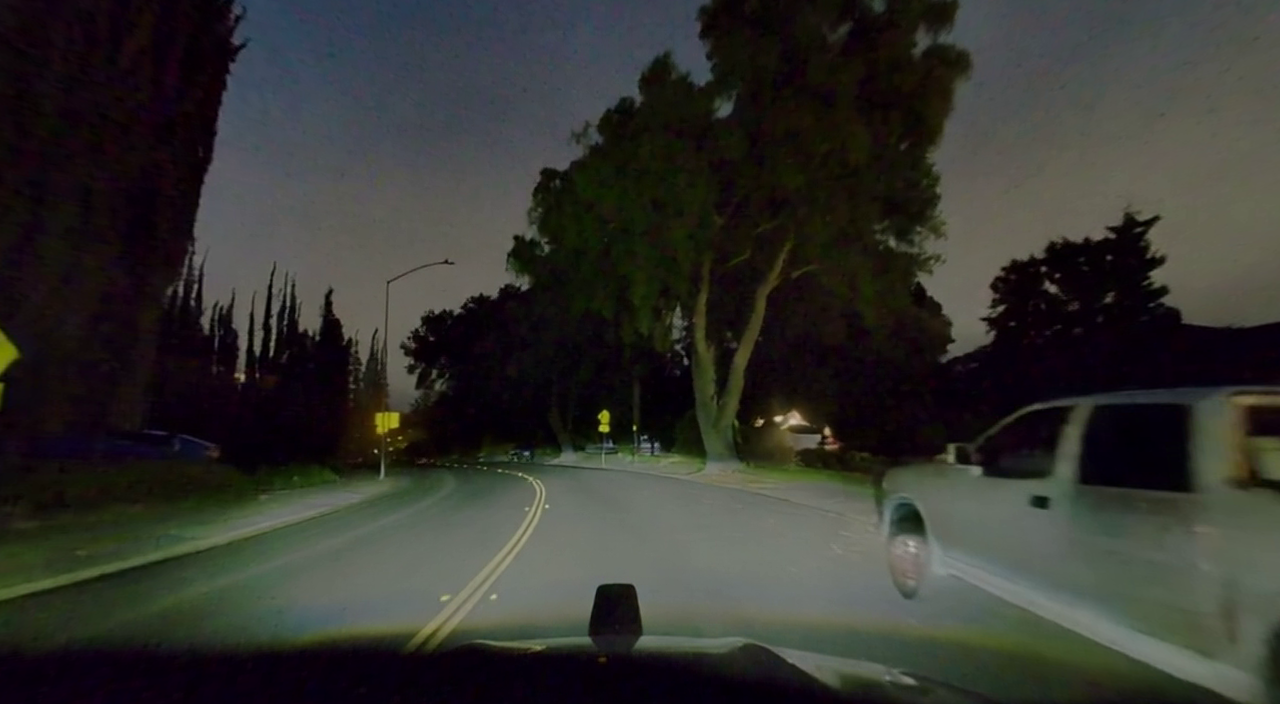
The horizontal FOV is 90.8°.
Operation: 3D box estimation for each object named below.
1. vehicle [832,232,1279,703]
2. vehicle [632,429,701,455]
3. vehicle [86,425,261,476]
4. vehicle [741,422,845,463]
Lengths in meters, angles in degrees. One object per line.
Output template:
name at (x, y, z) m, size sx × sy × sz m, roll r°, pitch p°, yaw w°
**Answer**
vehicle at (2.959, 0.738, 3.053) m, size 2.180 × 1.849 × 5.423 m, roll 0°, pitch -8°, yaw -2°
vehicle at (1.901, 6.444, 45.237) m, size 4.583 × 1.710 × 1.858 m, roll 2°, pitch -9°, yaw -20°
vehicle at (-16.251, 3.447, 22.280) m, size 4.464 × 1.681 × 1.906 m, roll 1°, pitch -8°, yaw -11°
vehicle at (7.355, 4.349, 30.517) m, size 4.416 × 1.855 × 2.060 m, roll 2°, pitch -9°, yaw -19°
